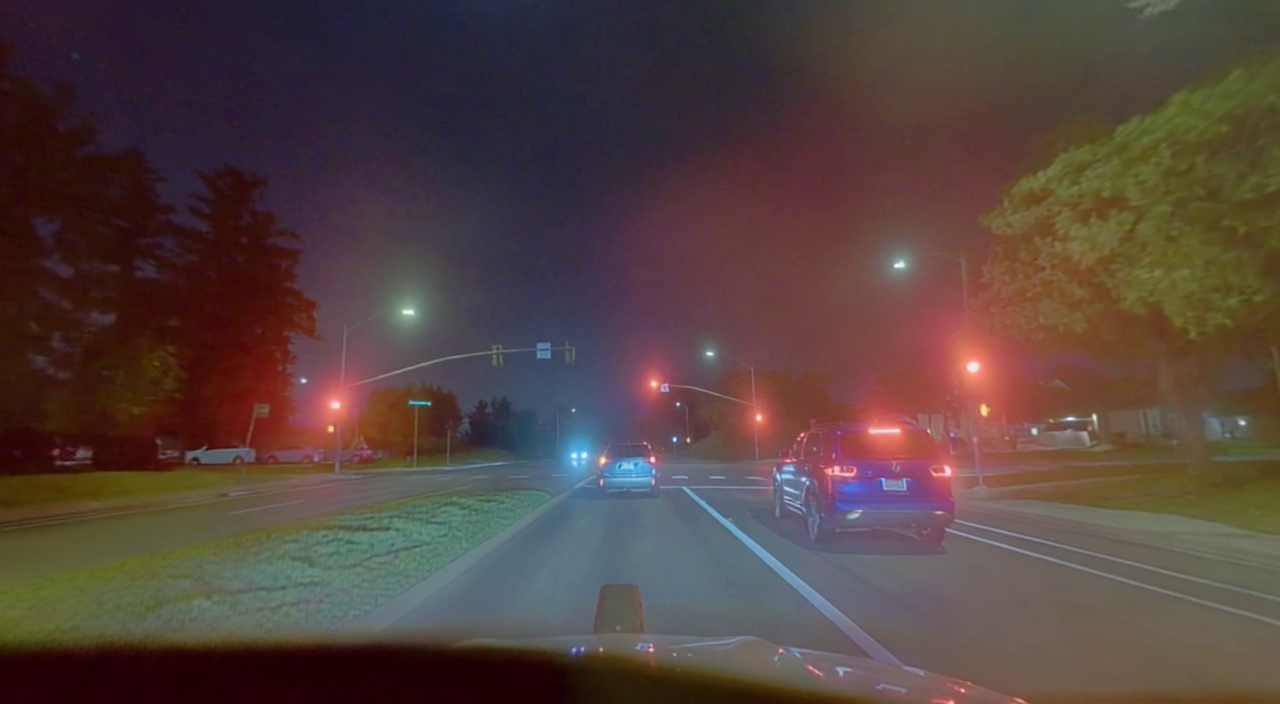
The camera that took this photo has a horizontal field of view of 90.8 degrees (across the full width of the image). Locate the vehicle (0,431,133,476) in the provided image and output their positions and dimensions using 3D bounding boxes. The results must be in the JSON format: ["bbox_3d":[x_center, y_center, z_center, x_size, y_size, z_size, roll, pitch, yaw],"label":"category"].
[{"bbox_3d":[-28.722,5.027,31.420,4.957,2.108,2.246,5,-10,-29],"label":"vehicle"}]

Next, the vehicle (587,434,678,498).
[{"bbox_3d":[-0.183,3.095,17.573,2.177,1.512,4.682,0,-9,0],"label":"vehicle"}]

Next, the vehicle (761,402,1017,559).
[{"bbox_3d":[3.257,1.794,9.439,2.046,1.768,4.370,0,-9,0],"label":"vehicle"}]

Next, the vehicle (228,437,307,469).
[{"bbox_3d":[-28.465,7.728,48.282,4.943,2.110,2.217,3,-11,-36],"label":"vehicle"}]
